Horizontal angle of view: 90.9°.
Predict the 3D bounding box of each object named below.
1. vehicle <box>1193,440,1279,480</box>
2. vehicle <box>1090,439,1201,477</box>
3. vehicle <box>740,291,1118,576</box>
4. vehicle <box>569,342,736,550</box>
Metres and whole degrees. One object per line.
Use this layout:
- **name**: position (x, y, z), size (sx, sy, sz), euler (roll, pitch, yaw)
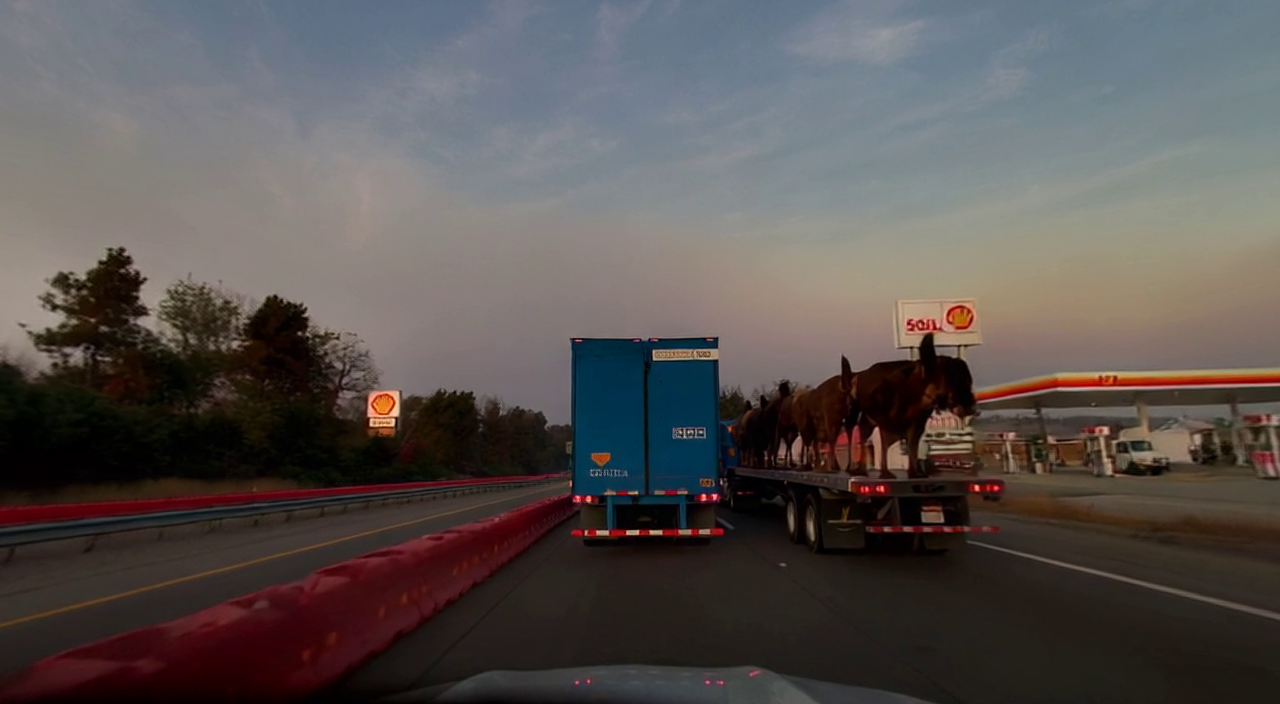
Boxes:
- **vehicle**: position (24.673, 4.236, 24.496), size (1.762, 1.470, 4.485), euler (3, -11, -10)
- **vehicle**: position (24.784, 5.259, 31.110), size (1.919, 1.722, 4.024), euler (1, -10, -3)
- **vehicle**: position (4.402, 1.842, 12.820), size (2.936, 3.640, 9.443), euler (1, -10, -2)
- **vehicle**: position (0.166, 2.260, 14.466), size (2.618, 3.306, 8.676), euler (1, -10, -1)
